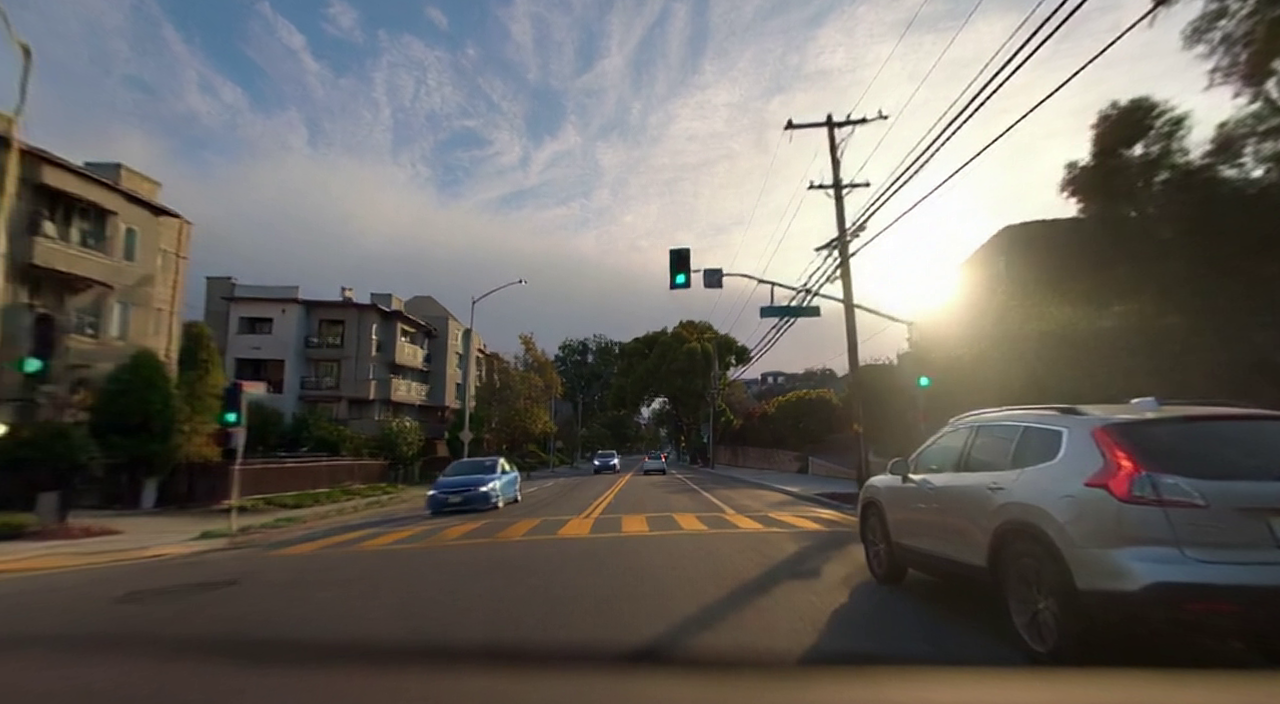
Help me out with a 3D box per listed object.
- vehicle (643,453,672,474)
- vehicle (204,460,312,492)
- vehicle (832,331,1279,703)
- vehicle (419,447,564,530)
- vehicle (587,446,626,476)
[{"bbox_3d":[1.268,8.326,47.258,2.097,1.463,4.043,0,-9,0],"label":"vehicle"},{"bbox_3d":[-20.065,6.505,33.244,4.327,1.513,2.021,1,-10,-1],"label":"vehicle"},{"bbox_3d":[3.328,1.195,5.047,2.130,1.863,4.844,0,-9,1],"label":"vehicle"},{"bbox_3d":[-2.984,2.845,13.785,2.170,1.513,4.270,0,-9,-1],"label":"vehicle"},{"bbox_3d":[-2.383,8.001,46.700,2.469,2.023,5.896,0,-9,1],"label":"vehicle"}]
